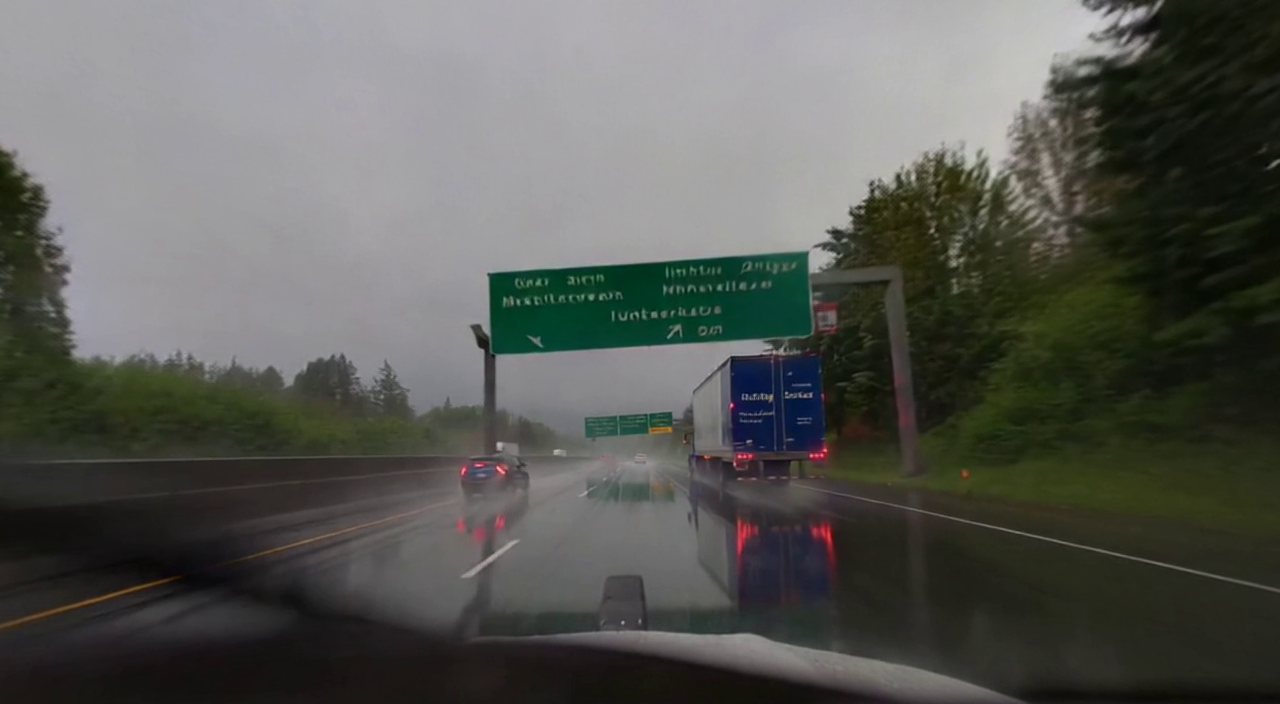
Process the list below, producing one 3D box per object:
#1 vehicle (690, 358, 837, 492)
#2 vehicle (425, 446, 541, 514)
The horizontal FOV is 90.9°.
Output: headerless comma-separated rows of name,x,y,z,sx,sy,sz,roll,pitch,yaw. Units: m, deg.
vehicle,4.248,3.263,25.926,3.025,4.005,14.010,0,-9,-1
vehicle,-3.873,3.206,16.279,1.918,1.510,4.006,0,-9,1
